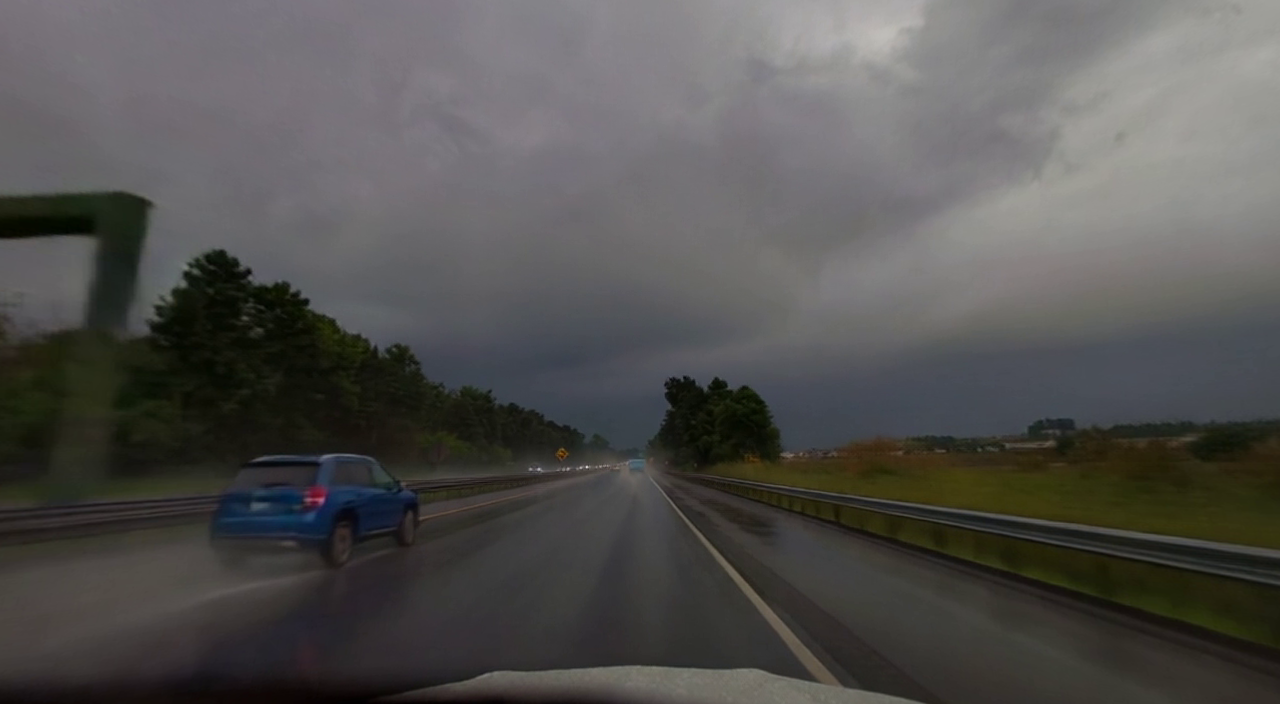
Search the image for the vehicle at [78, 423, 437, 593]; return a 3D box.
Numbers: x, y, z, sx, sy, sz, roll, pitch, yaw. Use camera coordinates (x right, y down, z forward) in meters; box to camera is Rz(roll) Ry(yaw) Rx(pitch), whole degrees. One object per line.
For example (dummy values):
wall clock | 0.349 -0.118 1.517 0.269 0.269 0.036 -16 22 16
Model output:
vehicle | -4.466 1.924 8.402 2.042 1.629 4.276 1 -10 0
